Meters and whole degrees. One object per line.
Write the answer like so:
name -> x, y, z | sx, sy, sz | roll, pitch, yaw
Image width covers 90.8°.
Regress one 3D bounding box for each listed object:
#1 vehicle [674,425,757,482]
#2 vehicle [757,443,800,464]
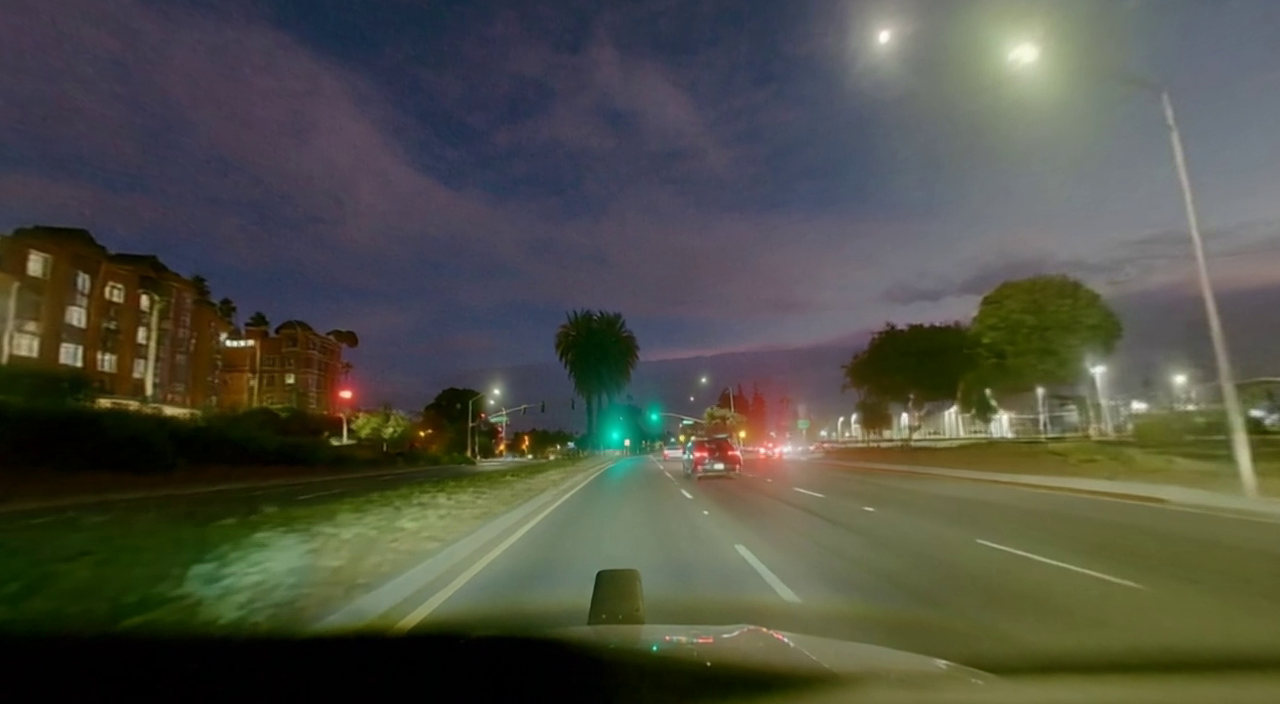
vehicle -> 2.835, 4.031, 25.291 | 2.559, 2.017, 5.562 | 0, -9, -1
vehicle -> 10.101, 7.448, 46.509 | 1.989, 1.472, 5.054 | 0, -9, -1
